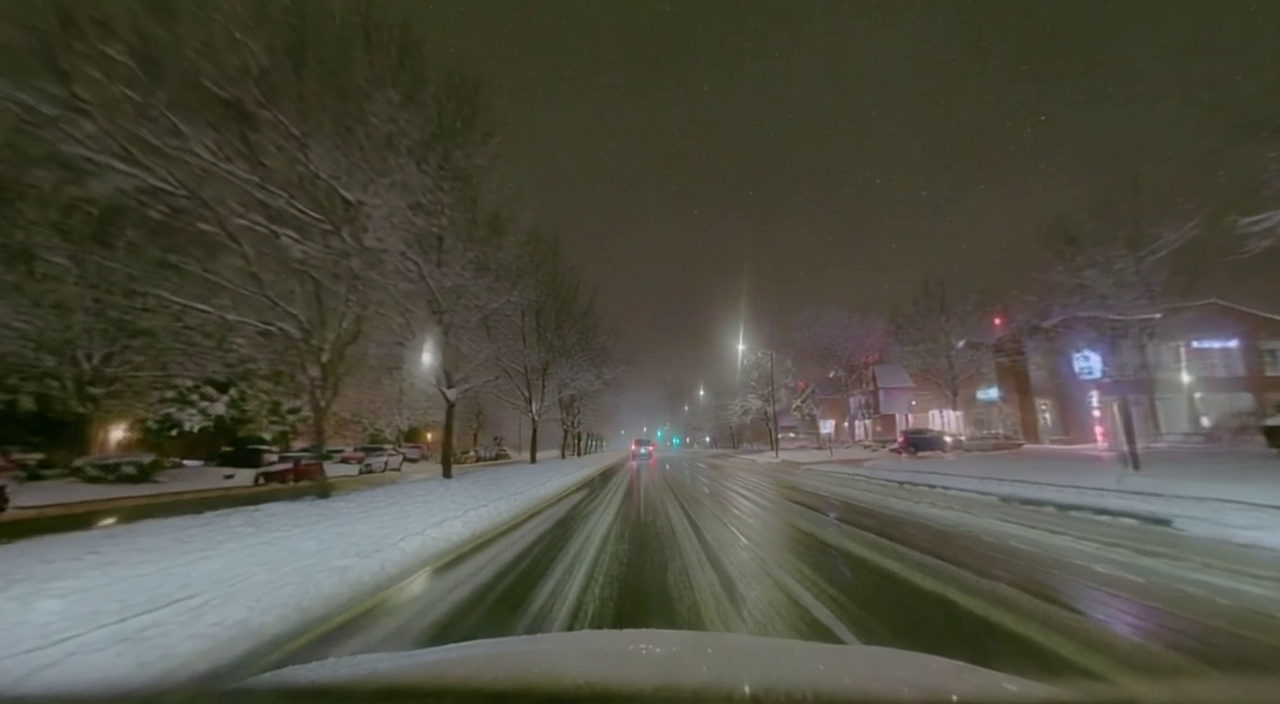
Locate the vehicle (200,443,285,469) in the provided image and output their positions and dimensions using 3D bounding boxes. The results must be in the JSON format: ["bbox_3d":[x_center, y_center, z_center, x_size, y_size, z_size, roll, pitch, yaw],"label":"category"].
[{"bbox_3d":[-26.339,6.917,41.889,4.314,1.680,1.822,1,-8,-3],"label":"vehicle"}]

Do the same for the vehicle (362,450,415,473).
[{"bbox_3d":[-18.799,8.171,47.362,1.814,1.577,5.024,0,-8,1],"label":"vehicle"}]

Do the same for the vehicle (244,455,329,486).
[{"bbox_3d":[-18.725,6.283,33.671,1.806,1.454,4.599,0,-8,1],"label":"vehicle"}]

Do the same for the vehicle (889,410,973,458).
[{"bbox_3d":[22.127,6.351,48.416,3.006,3.375,6.598,0,-8,-2],"label":"vehicle"}]
